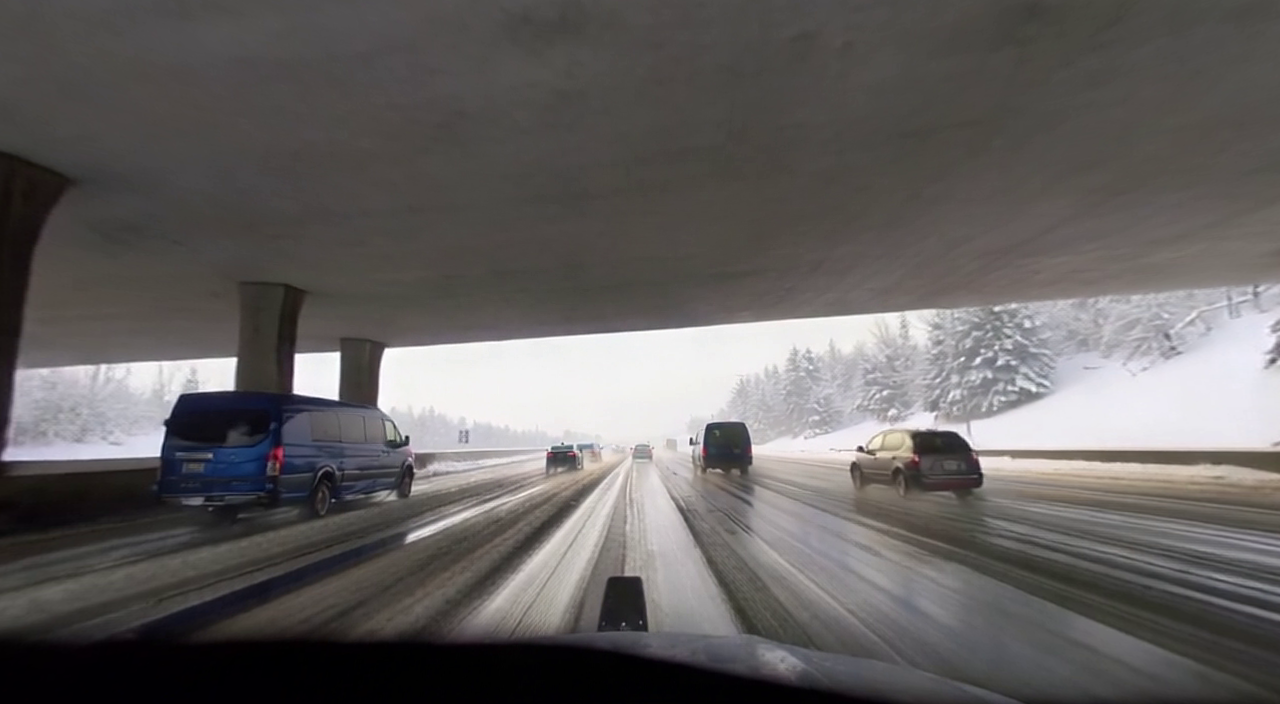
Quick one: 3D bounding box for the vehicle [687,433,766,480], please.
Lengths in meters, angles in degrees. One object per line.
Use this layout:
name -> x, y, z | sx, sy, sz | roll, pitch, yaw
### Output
vehicle -> 3.707, 4.665, 28.407 | 2.777, 1.895, 5.710 | 0, -8, 0

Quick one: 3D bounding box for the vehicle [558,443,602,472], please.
vehicle -> -3.280, 5.878, 35.384 | 1.970, 1.483, 4.071 | 0, -8, 2

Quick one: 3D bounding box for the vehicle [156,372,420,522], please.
vehicle -> -7.512, 2.185, 14.707 | 2.336, 2.708, 6.421 | 0, -8, 1

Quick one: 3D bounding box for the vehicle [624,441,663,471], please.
vehicle -> 0.189, 5.996, 36.653 | 2.115, 1.617, 4.102 | 0, -8, 0

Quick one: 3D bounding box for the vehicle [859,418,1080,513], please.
vehicle -> 7.482, 2.653, 15.306 | 2.304, 1.840, 5.706 | 0, -8, 0
